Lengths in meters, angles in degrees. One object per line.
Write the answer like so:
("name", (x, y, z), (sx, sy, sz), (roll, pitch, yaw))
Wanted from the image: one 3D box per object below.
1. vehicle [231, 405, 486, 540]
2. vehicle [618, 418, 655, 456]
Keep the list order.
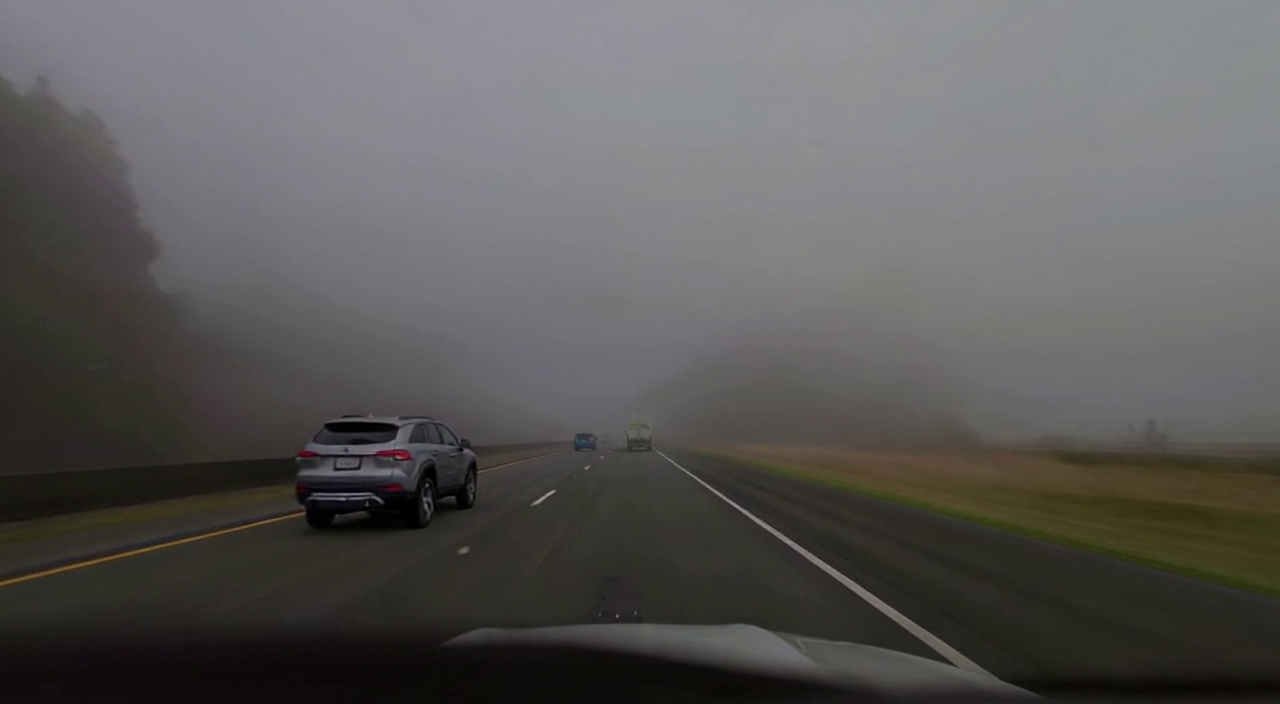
("vehicle", (-4.006, 1.780, 9.980), (2.045, 1.655, 4.301), (0, -8, 0))
("vehicle", (-0.278, 6.112, 45.190), (2.526, 2.531, 5.026), (0, -8, -1))
